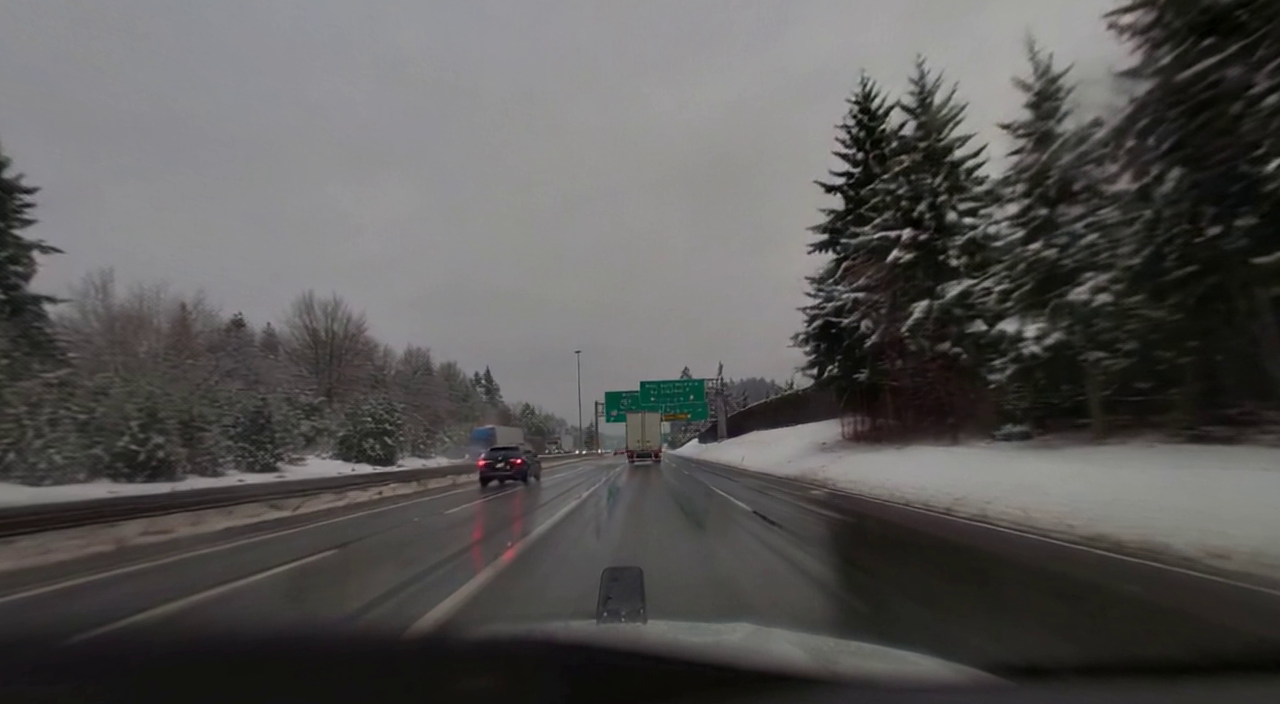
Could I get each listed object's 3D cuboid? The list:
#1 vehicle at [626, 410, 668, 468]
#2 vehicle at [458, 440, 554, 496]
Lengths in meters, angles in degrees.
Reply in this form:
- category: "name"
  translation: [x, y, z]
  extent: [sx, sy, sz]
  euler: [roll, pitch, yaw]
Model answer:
- category: "vehicle"
  translation: [0.571, 6.895, 49.613]
  extent: [2.980, 4.051, 10.359]
  euler: [0, -9, 1]
- category: "vehicle"
  translation: [-4.033, 3.571, 19.790]
  extent: [1.974, 1.531, 4.429]
  euler: [0, -9, 1]
